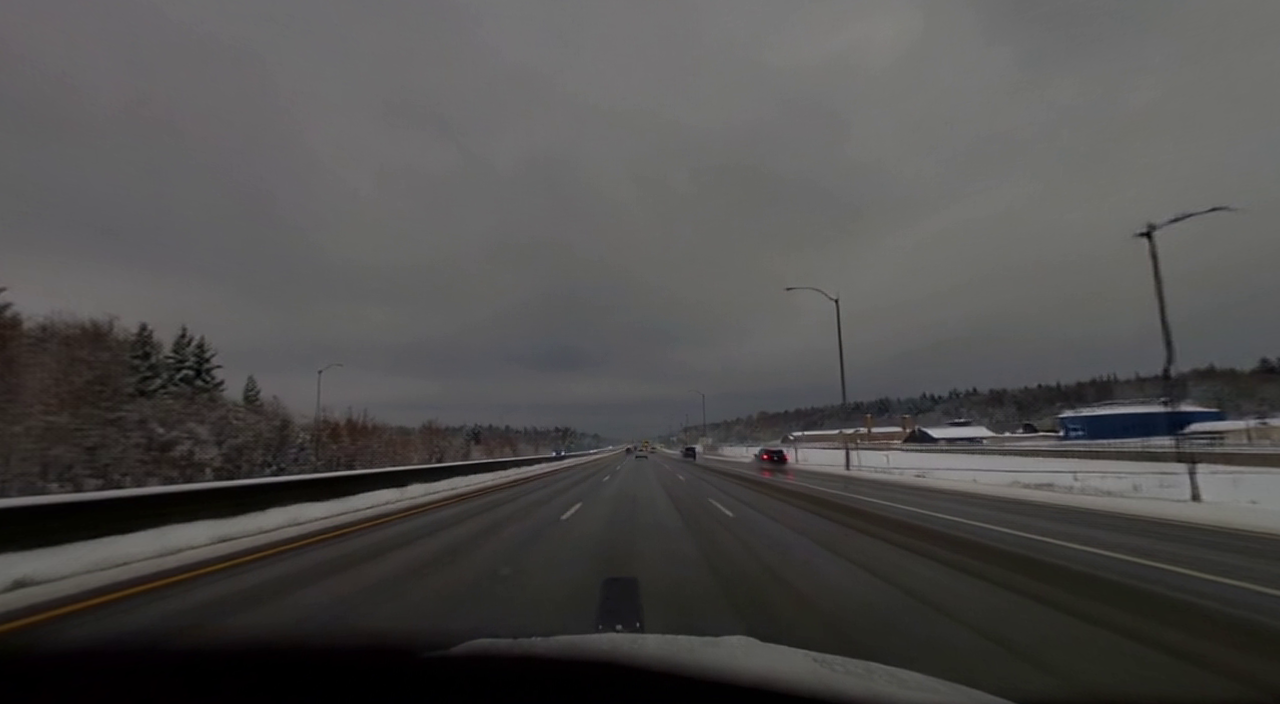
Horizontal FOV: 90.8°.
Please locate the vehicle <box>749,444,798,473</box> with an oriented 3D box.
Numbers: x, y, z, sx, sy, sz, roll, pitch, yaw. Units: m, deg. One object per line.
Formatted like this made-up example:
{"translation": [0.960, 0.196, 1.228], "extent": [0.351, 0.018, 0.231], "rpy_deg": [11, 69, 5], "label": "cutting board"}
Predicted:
{"translation": [7.631, 6.111, 36.394], "extent": [1.923, 1.516, 3.815], "rpy_deg": [0, -9, -1], "label": "vehicle"}
